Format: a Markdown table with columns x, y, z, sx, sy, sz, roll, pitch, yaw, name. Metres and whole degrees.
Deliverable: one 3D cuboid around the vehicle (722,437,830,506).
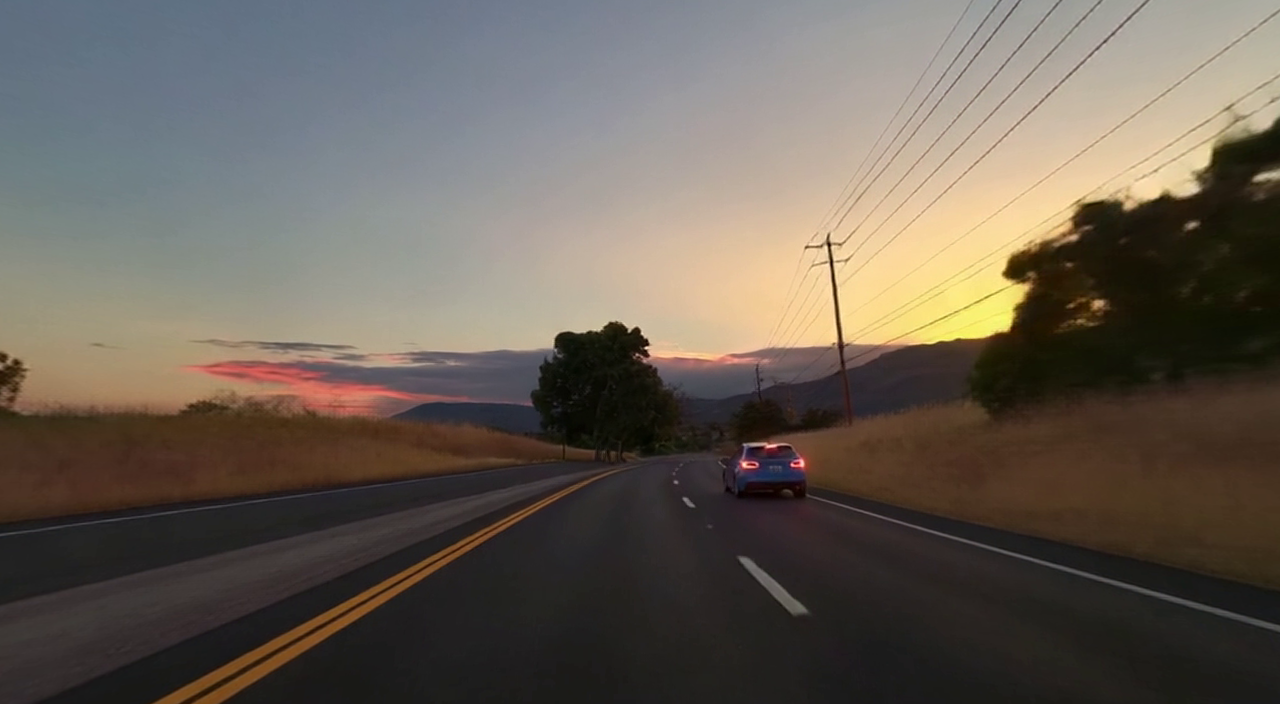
| x | y | z | sx | sy | sz | roll | pitch | yaw | name |
| --- | --- | --- | --- | --- | --- | --- | --- | --- | --- |
| 3.656 | 3.302 | 17.896 | 2.135 | 1.692 | 4.185 | 0 | -9 | 0 | vehicle |
